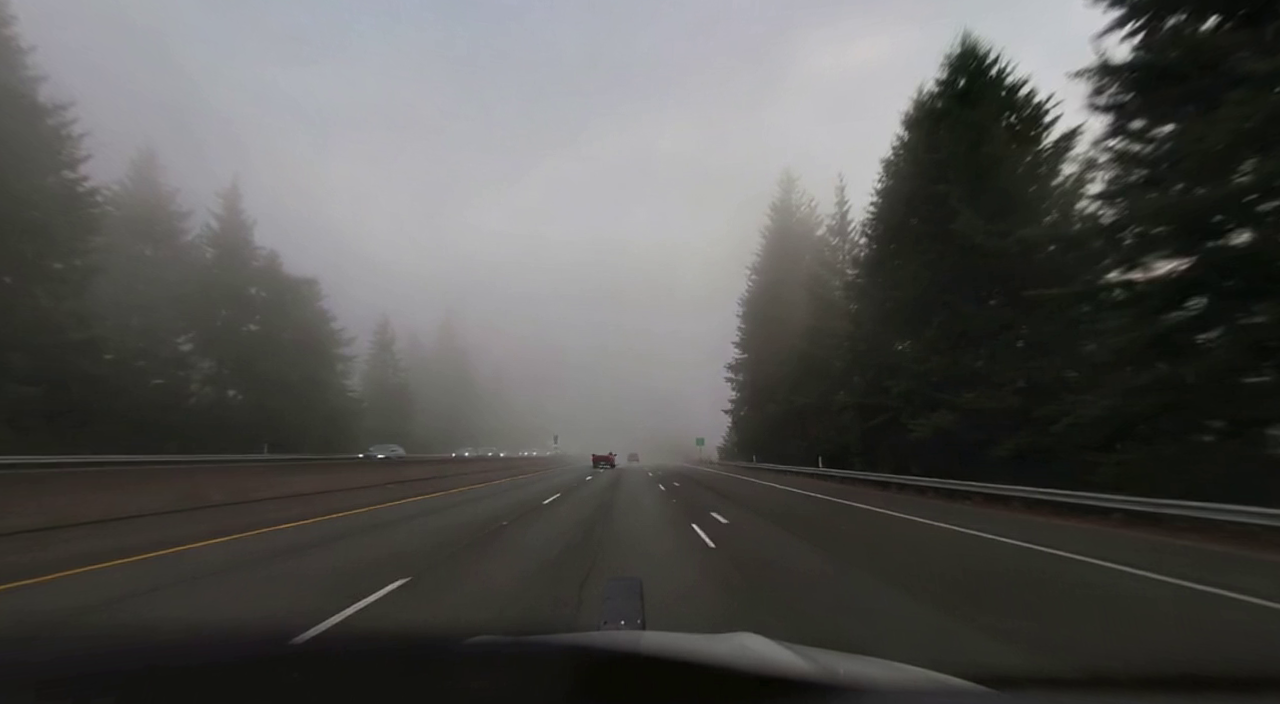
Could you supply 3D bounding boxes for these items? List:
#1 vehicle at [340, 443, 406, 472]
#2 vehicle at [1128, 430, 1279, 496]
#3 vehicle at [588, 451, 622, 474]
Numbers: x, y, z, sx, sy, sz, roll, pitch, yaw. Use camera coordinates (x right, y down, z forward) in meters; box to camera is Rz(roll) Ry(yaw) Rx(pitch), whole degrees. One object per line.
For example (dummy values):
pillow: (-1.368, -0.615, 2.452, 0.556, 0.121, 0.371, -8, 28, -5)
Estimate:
vehicle: (-14.871, 5.907, 35.311, 1.945, 1.509, 3.839, 0, -9, 0)
vehicle: (31.015, 5.965, 34.346, 2.664, 3.200, 7.119, 0, -9, -4)
vehicle: (-2.365, 7.570, 43.445, 2.011, 1.468, 3.883, 0, -9, 1)
